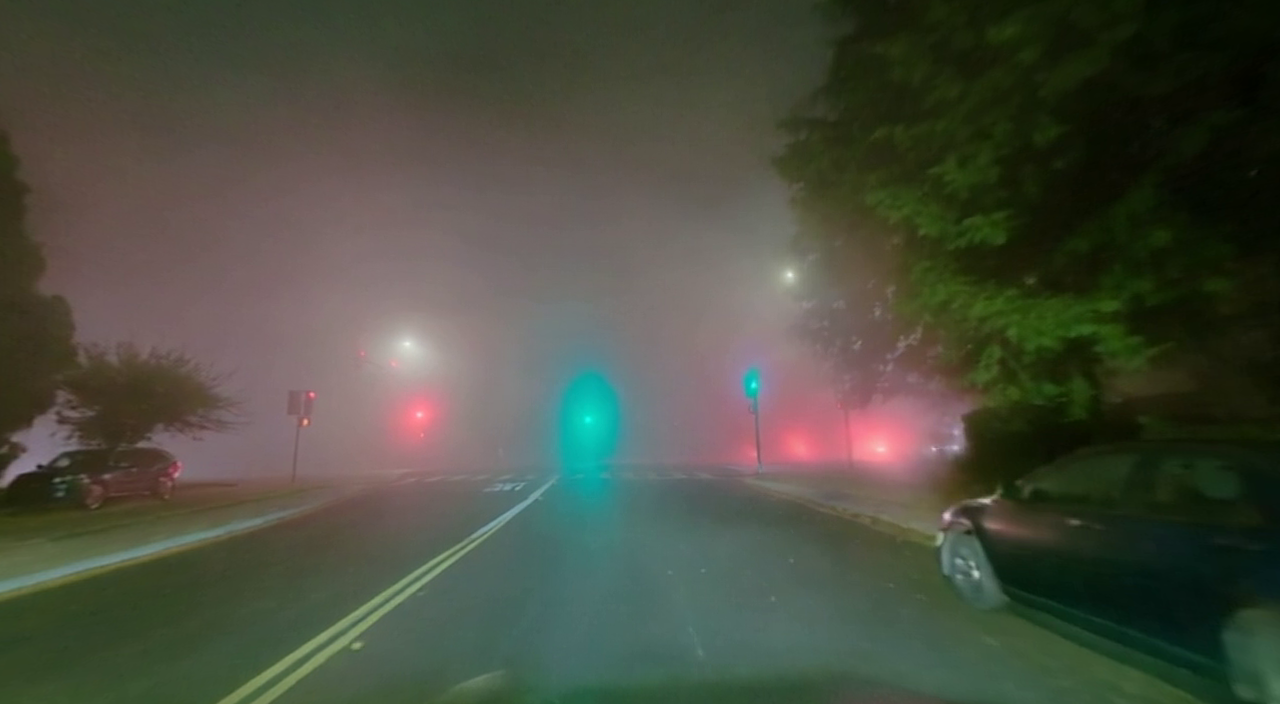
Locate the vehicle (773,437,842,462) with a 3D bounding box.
[{"bbox_3d":[10.465,6.118,39.668,3.815,1.504,1.790,0,-8,0],"label":"vehicle"}]

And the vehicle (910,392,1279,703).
[{"bbox_3d":[3.655,1.065,3.701,2.065,1.478,4.828,0,-8,1],"label":"vehicle"}]

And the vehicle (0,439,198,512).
[{"bbox_3d":[-14.152,3.125,16.639,2.003,1.637,4.297,0,-8,-2],"label":"vehicle"}]
